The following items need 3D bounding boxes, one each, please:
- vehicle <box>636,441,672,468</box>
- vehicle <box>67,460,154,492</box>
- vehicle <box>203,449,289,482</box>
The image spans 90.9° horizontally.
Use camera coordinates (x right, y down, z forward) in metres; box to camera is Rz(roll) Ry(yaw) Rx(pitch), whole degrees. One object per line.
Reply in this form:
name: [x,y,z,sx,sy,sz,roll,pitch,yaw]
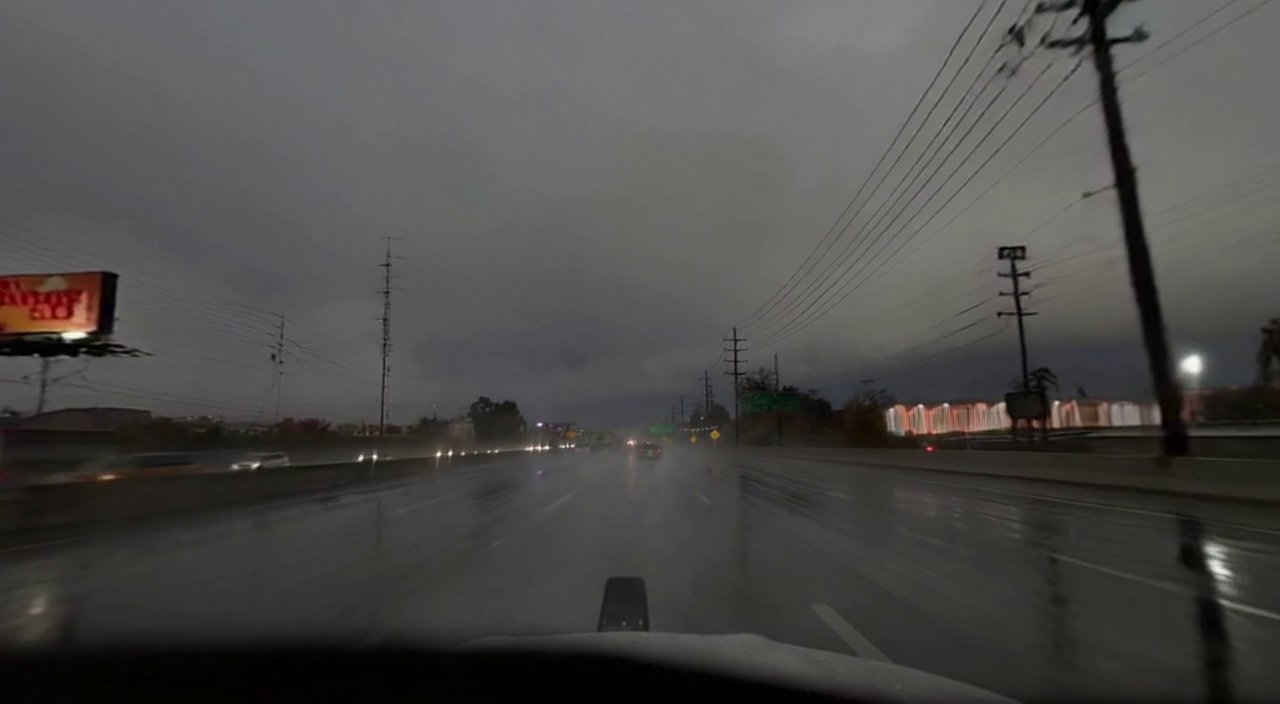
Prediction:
vehicle: [0.752,5.846,36.267,1.891,1.444,3.968,-1,-8,0]
vehicle: [-26.788,6.260,32.035,1.522,1.356,3.346,-1,-8,0]
vehicle: [-20.205,5.805,32.516,1.865,1.501,3.752,-1,-8,3]
